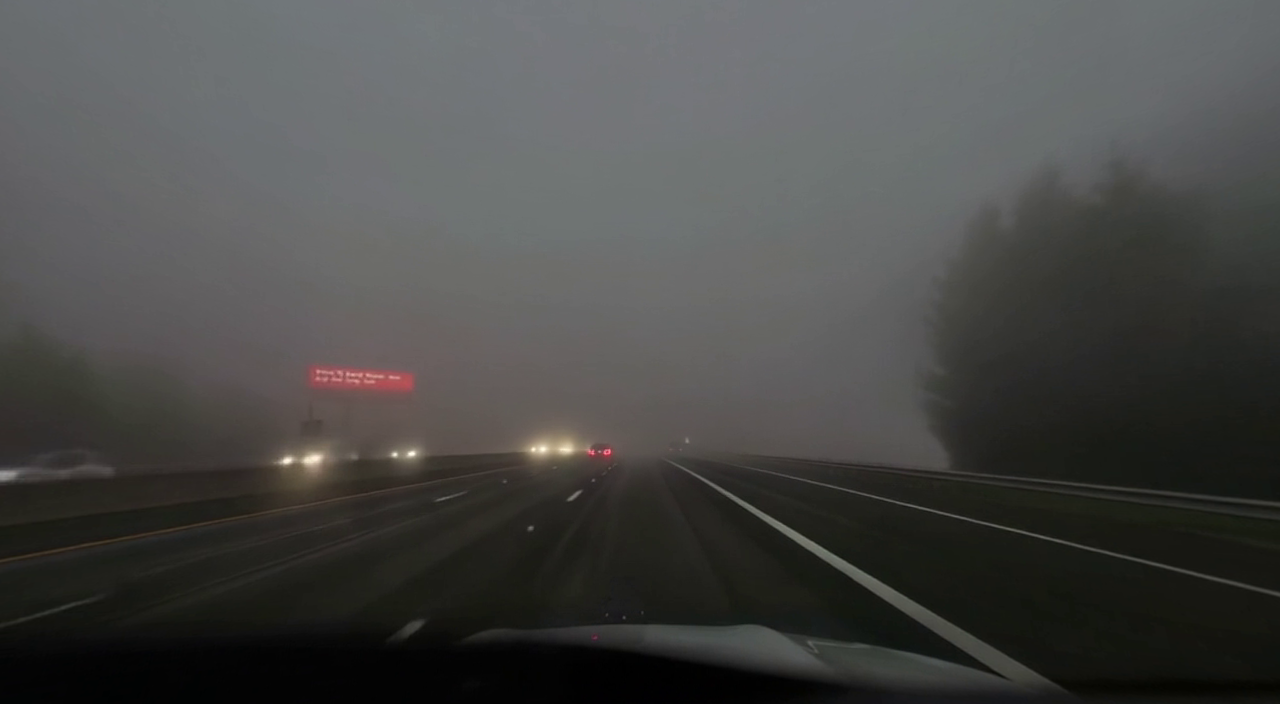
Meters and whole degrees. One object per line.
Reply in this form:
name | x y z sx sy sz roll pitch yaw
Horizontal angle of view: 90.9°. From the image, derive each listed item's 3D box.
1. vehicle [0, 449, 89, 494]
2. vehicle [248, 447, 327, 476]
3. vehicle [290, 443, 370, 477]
vehicle | -24.096 4.556 24.172 1.940 1.580 4.371 0 -8 0
vehicle | -20.161 6.242 36.279 1.909 1.494 4.424 0 -8 1
vehicle | -16.134 5.614 33.106 1.957 1.667 4.360 0 -8 1
